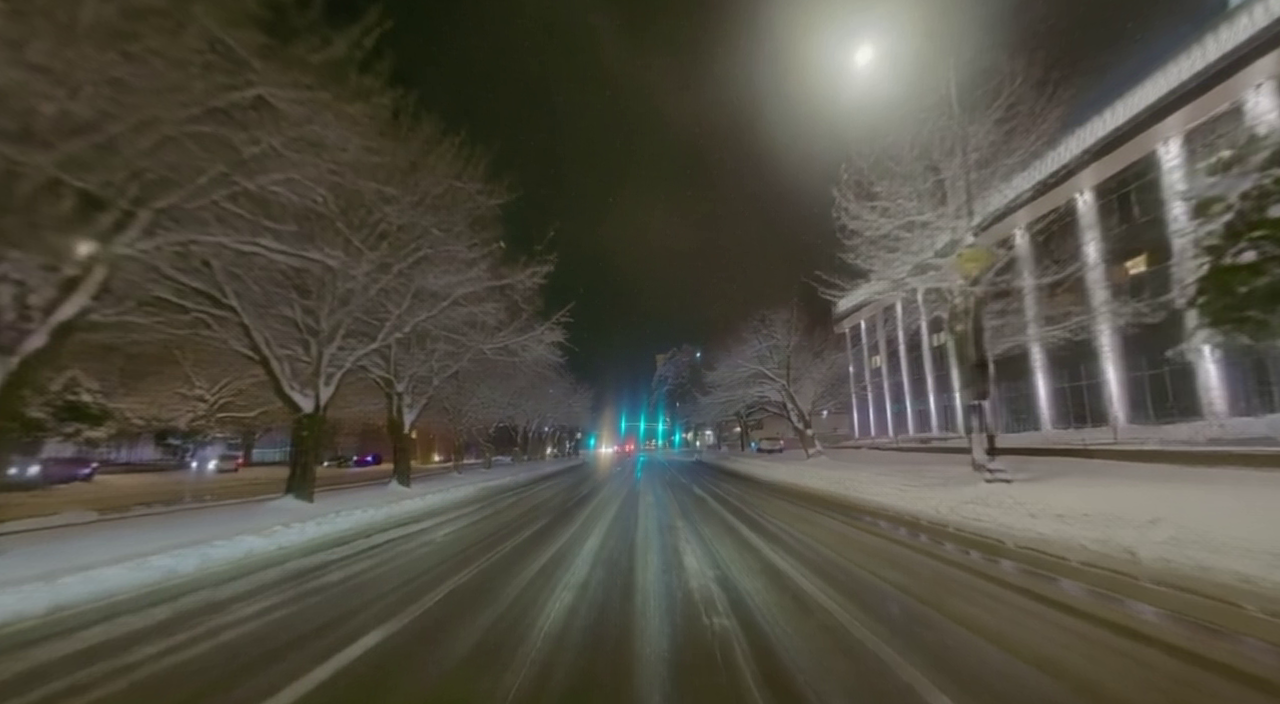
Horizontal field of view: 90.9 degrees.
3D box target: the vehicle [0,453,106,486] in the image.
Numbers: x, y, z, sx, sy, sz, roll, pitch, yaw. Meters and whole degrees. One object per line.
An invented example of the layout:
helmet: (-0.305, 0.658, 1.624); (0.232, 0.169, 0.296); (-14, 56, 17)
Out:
vehicle: (-35.253, 6.951, 37.630); (4.912, 1.775, 1.996); (8, -11, -42)
